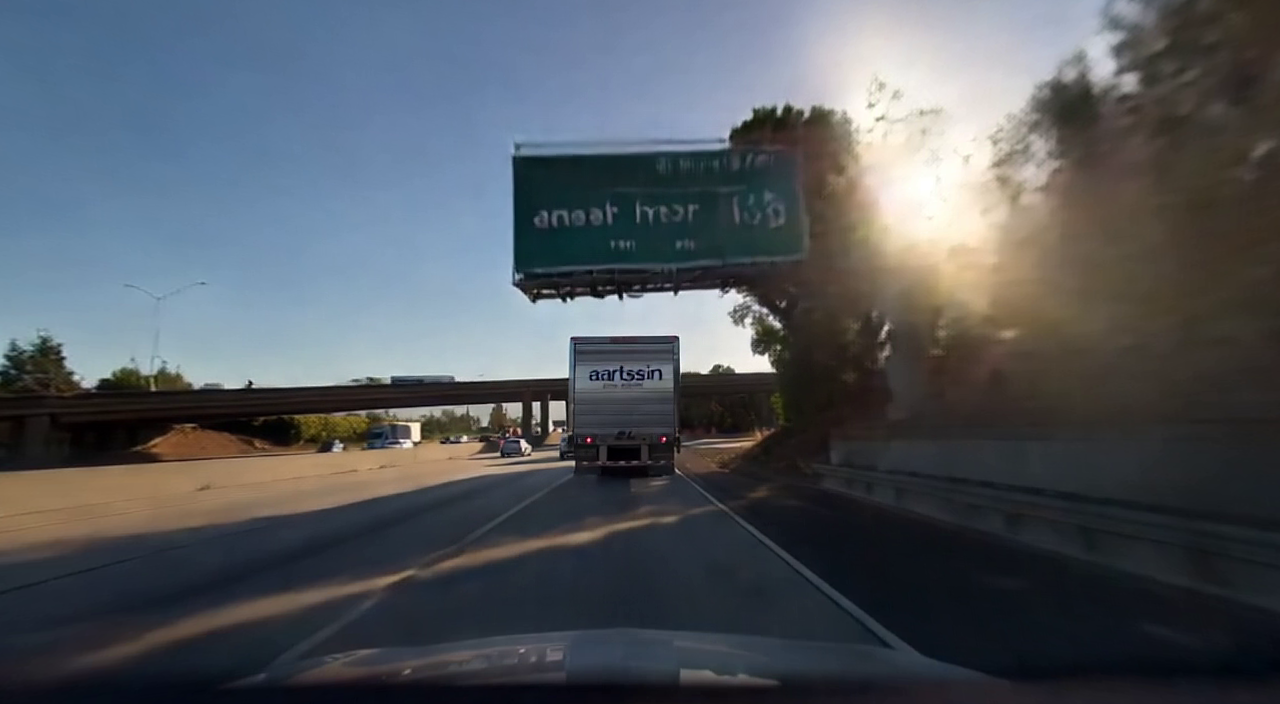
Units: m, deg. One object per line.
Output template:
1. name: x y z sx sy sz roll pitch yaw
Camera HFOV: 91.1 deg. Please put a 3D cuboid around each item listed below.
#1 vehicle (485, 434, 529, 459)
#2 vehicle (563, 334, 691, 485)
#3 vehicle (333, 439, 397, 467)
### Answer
1. vehicle: -8.527 6.066 40.639 1.940 1.488 3.976 0 -8 0
2. vehicle: -0.361 2.251 22.453 3.442 4.106 10.719 0 -8 0
3. vehicle: -16.359 6.008 37.625 1.911 1.562 4.014 0 -8 1
